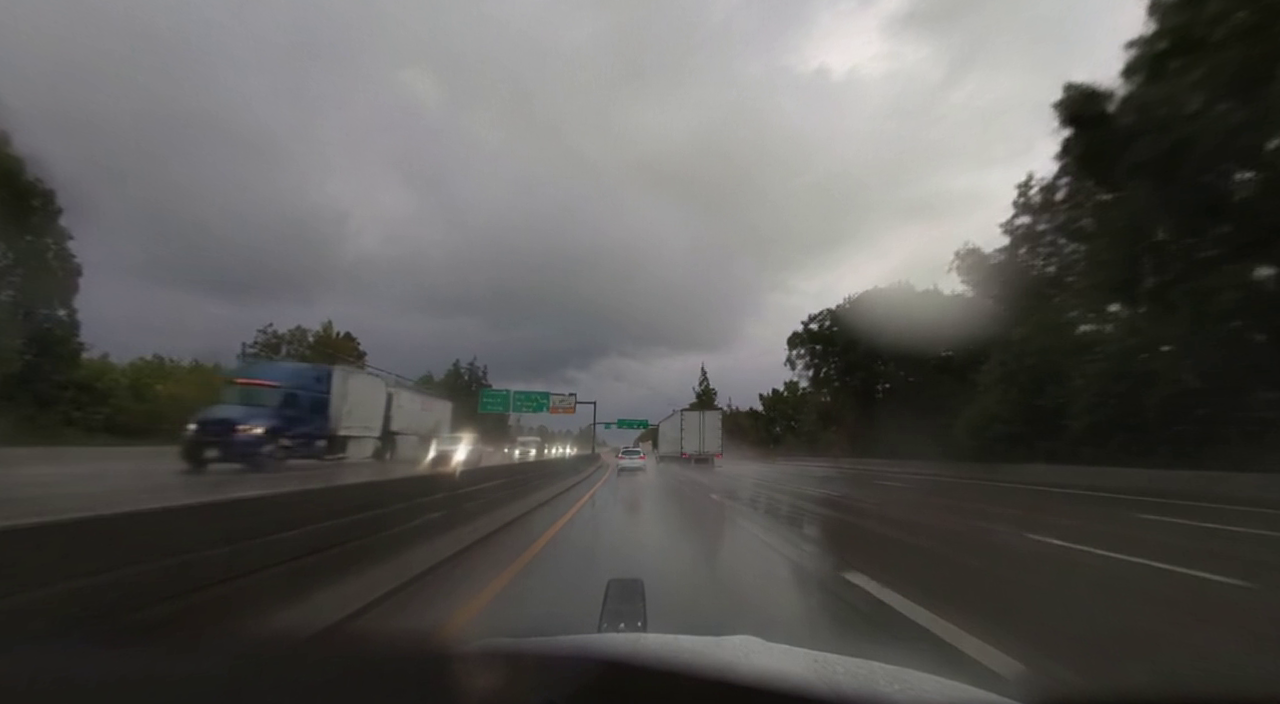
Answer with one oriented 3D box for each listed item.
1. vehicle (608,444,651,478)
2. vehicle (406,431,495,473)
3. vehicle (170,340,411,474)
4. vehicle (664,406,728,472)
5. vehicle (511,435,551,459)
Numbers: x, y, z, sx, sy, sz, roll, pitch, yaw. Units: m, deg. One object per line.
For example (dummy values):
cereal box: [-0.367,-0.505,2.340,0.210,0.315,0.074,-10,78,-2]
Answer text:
vehicle: [-0.563,5.644,32.829,2.111,1.599,3.859,0,-9,-1]
vehicle: [-7.438,4.026,25.387,1.993,1.486,5.318,0,-9,0]
vehicle: [-11.885,2.362,23.246,2.937,3.843,10.296,0,-9,0]
vehicle: [3.674,6.288,44.929,2.931,4.009,12.800,0,-9,-2]
vehicle: [-8.154,7.192,47.550,2.099,1.725,5.303,0,-9,-1]
